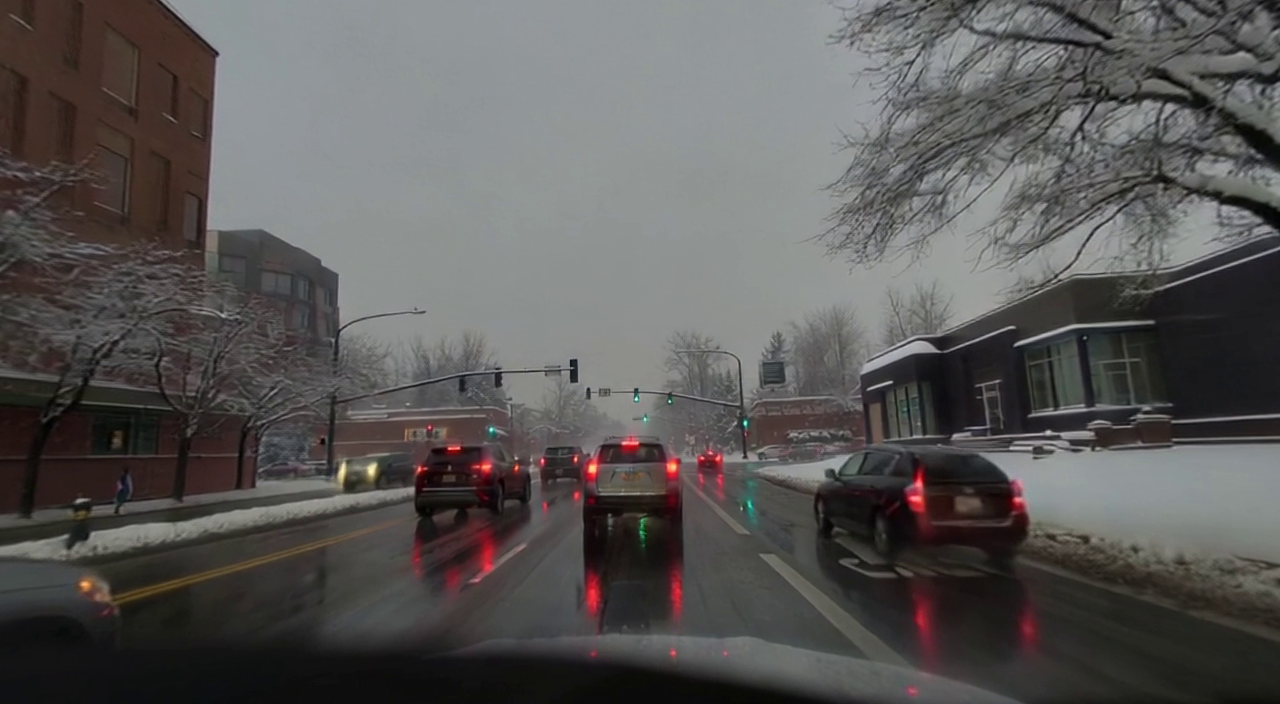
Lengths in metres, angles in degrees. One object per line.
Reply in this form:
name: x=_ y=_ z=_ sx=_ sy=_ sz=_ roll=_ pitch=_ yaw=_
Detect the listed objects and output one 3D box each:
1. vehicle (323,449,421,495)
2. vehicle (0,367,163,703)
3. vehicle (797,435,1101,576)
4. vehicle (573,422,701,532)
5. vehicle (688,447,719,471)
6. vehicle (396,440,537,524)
vehicle: x=-11.252 y=5.043 z=26.867 sx=2.103 sy=1.755 sz=4.551 roll=0 pitch=-9 yaw=1
vehicle: x=-3.351 y=0.643 z=0.756 sx=1.975 sy=1.624 sz=4.481 roll=0 pitch=-9 yaw=1
vehicle: x=3.818 y=1.958 z=8.951 sx=1.986 sy=1.457 sz=4.566 roll=0 pitch=-9 yaw=0
vehicle: x=-0.036 y=2.331 z=12.308 sx=2.075 sy=1.770 sz=4.018 roll=0 pitch=-8 yaw=0
vehicle: x=4.251 y=7.193 z=42.592 sx=1.878 sy=1.526 sz=4.736 roll=0 pitch=-9 yaw=4
vehicle: x=-3.711 y=2.824 z=14.344 sx=1.886 sy=1.599 sz=4.247 roll=0 pitch=-8 yaw=1
